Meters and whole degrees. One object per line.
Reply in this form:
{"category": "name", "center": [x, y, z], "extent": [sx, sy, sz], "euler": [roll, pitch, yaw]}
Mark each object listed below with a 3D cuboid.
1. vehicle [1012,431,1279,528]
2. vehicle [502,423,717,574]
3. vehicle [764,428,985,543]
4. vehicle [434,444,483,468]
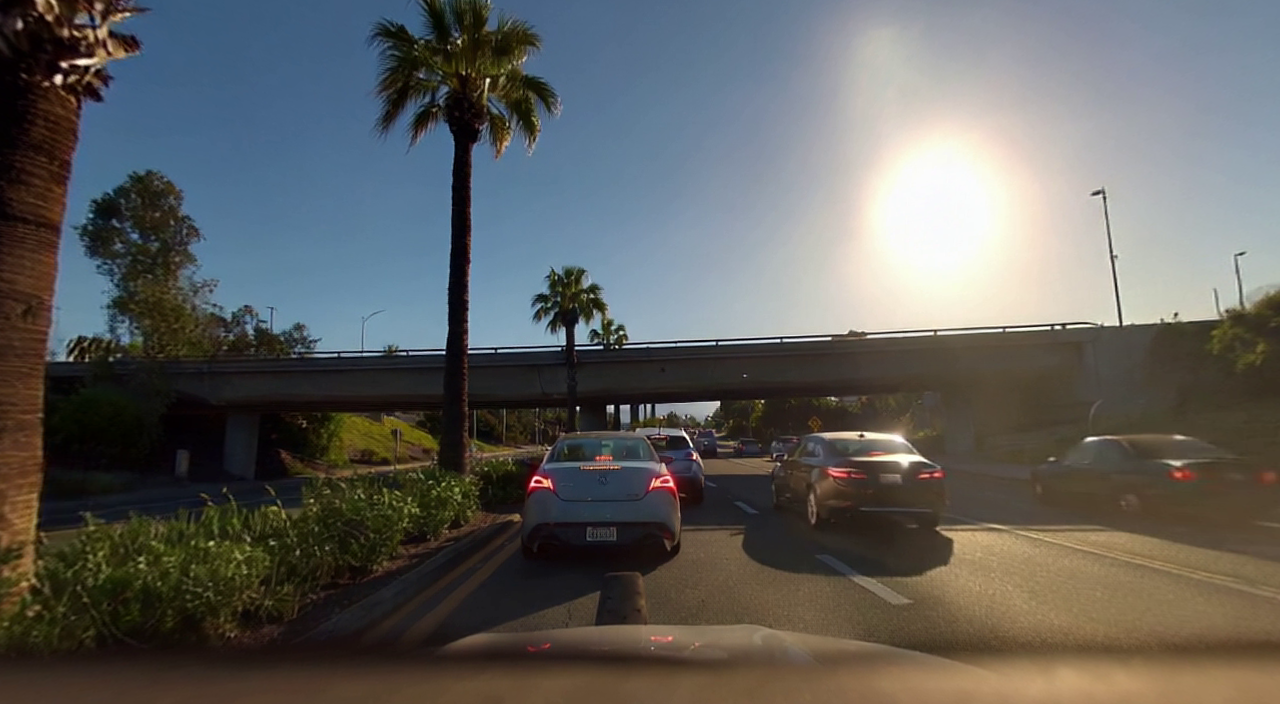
{"category": "vehicle", "center": [9.536, 2.306, 12.044], "extent": [2.100, 1.469, 4.772], "euler": [-1, -9, 4]}
{"category": "vehicle", "center": [-0.248, 1.779, 8.413], "extent": [2.172, 1.506, 4.018], "euler": [0, -9, 2]}
{"category": "vehicle", "center": [3.624, 2.151, 10.875], "extent": [2.034, 1.517, 4.840], "euler": [0, -9, 1]}
{"category": "vehicle", "center": [-12.317, 7.062, 42.867], "extent": [1.933, 1.486, 4.449], "euler": [0, -9, 1]}
